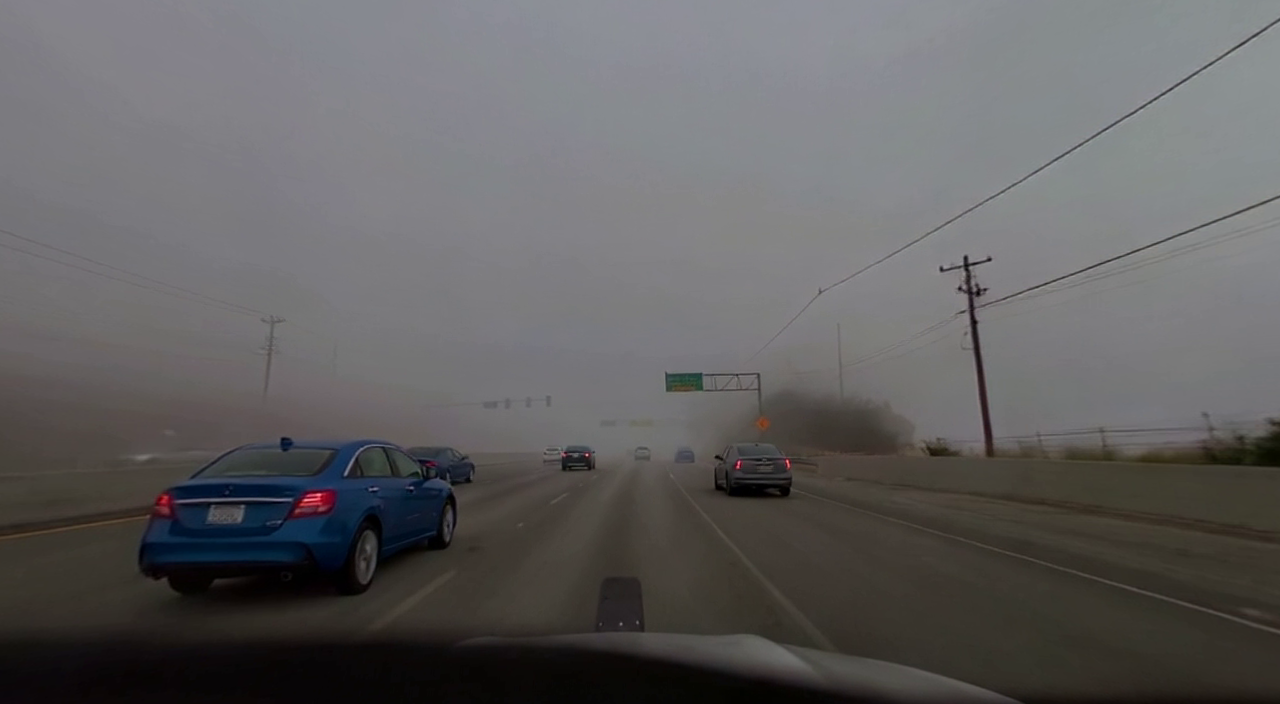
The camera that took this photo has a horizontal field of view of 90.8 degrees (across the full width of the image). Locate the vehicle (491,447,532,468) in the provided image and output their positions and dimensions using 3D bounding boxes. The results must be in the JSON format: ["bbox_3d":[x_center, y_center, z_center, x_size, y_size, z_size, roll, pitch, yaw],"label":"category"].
[{"bbox_3d":[-9.563,7.894,47.381,2.014,1.481,4.642,-1,-9,2],"label":"vehicle"}]

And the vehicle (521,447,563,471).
[{"bbox_3d":[-6.319,6.941,41.352,1.877,1.474,4.475,-1,-9,2],"label":"vehicle"}]

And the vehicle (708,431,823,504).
[{"bbox_3d":[3.151,3.017,16.905,2.100,1.659,4.387,0,-9,-1],"label":"vehicle"}]

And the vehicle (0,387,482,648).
[{"bbox_3d":[-3.228,1.419,6.423,2.104,1.707,4.338,0,-9,0],"label":"vehicle"}]

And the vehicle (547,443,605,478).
[{"bbox_3d":[-2.871,4.986,29.265,2.066,1.488,4.377,-1,-9,2],"label":"vehicle"}]
